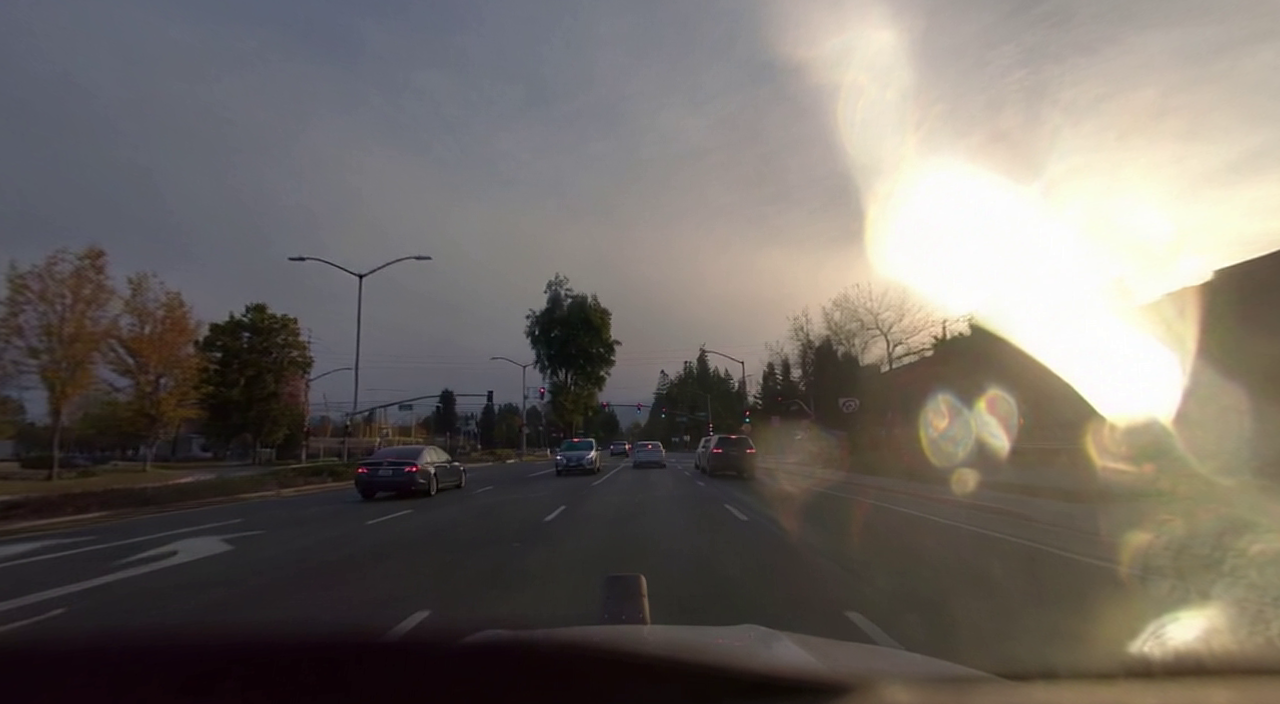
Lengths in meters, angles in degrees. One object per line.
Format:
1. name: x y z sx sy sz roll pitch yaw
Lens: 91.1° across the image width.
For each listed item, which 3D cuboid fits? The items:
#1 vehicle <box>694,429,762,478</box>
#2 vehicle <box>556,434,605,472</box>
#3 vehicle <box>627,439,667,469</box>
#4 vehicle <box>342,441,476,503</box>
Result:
1. vehicle: 3.533 4.200 26.217 2.141 1.833 4.704 0 -8 0
2. vehicle: -2.863 4.972 31.093 1.912 1.703 4.261 0 -8 2
3. vehicle: 0.348 5.405 33.486 2.021 1.461 3.862 0 -8 0
4. vehicle: -6.119 3.215 17.335 1.926 1.465 4.620 0 -8 0
